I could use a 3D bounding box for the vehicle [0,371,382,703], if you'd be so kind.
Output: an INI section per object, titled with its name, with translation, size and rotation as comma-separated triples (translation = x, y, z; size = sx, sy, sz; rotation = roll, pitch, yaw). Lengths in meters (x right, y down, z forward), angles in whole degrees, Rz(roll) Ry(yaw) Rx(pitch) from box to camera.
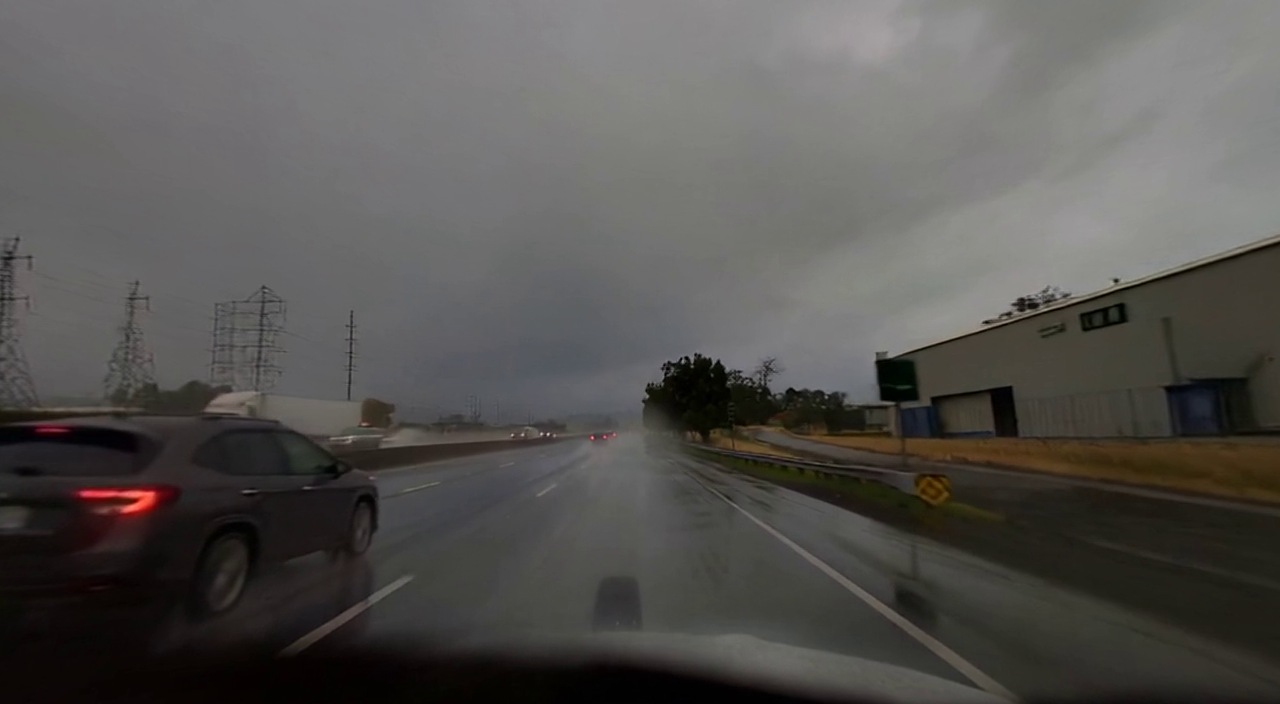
[vehicle]
translation = -3.977, 1.172, 5.116
size = 2.023, 1.621, 4.174
rotation = 0, -8, -1
